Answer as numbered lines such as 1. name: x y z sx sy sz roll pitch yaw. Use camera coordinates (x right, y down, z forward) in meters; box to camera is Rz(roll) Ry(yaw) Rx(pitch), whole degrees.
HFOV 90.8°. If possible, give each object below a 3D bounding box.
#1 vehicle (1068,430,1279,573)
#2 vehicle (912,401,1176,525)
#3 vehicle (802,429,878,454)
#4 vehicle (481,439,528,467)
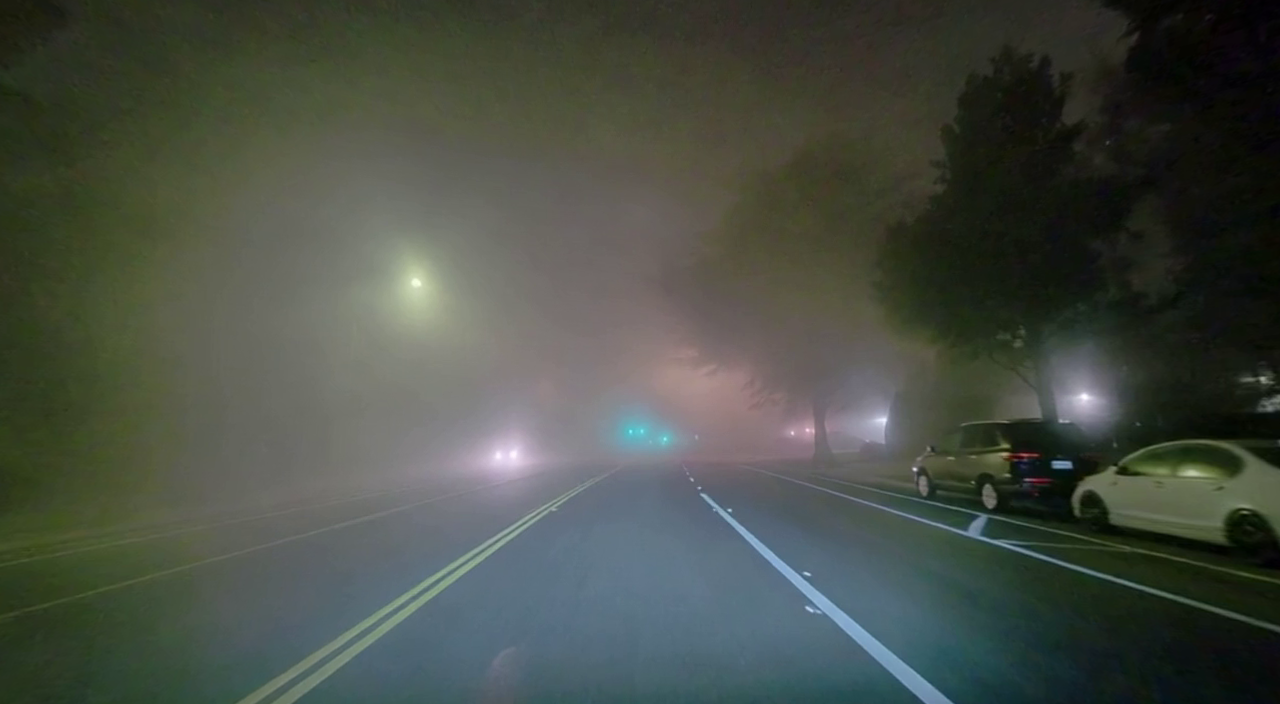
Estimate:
1. vehicle: 7.474 1.643 7.259 1.903 1.439 4.508 0 -8 -1
2. vehicle: 7.470 2.110 12.497 2.040 1.970 4.753 0 -8 0
3. vehicle: 14.295 6.432 45.371 4.793 1.744 2.055 0 -8 1
4. vehicle: -10.559 7.956 49.537 2.347 1.960 5.167 -2 -10 2
